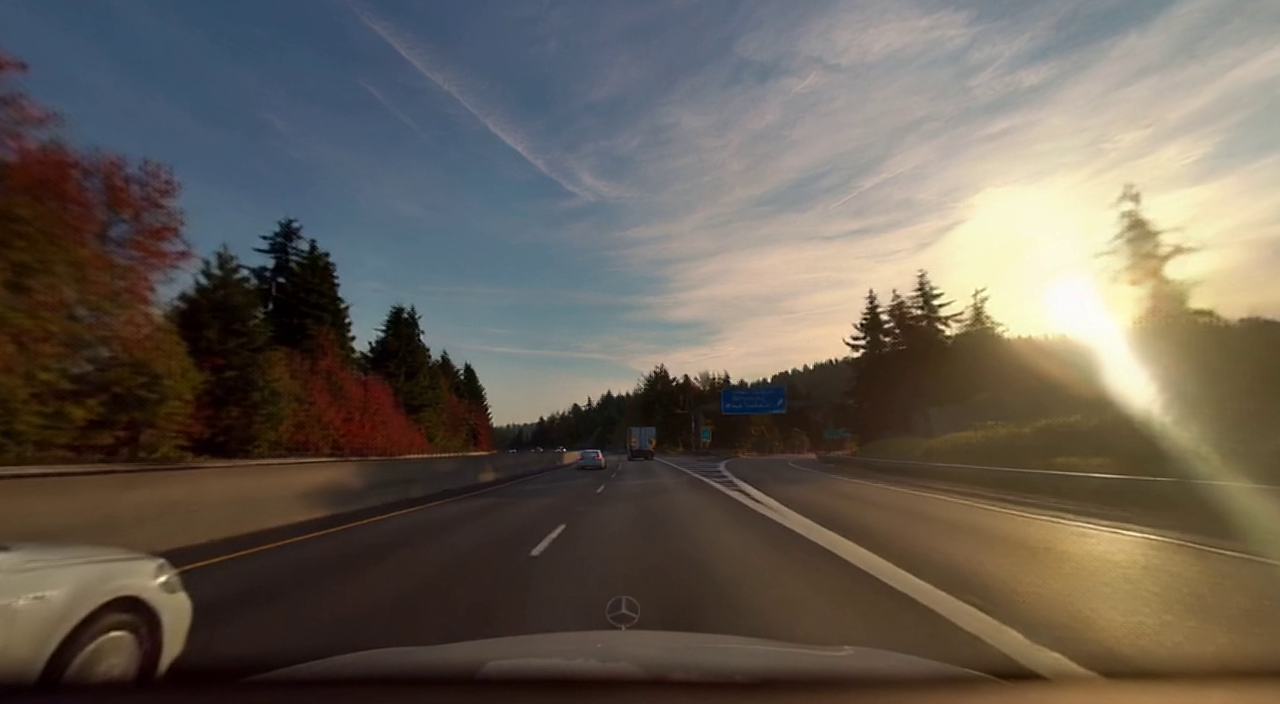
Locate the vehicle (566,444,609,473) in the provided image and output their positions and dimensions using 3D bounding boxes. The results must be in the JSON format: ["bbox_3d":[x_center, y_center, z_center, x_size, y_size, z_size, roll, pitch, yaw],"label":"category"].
[{"bbox_3d":[-3.072,6.352,37.699,2.184,1.574,5.004,0,-9,0],"label":"vehicle"}]
